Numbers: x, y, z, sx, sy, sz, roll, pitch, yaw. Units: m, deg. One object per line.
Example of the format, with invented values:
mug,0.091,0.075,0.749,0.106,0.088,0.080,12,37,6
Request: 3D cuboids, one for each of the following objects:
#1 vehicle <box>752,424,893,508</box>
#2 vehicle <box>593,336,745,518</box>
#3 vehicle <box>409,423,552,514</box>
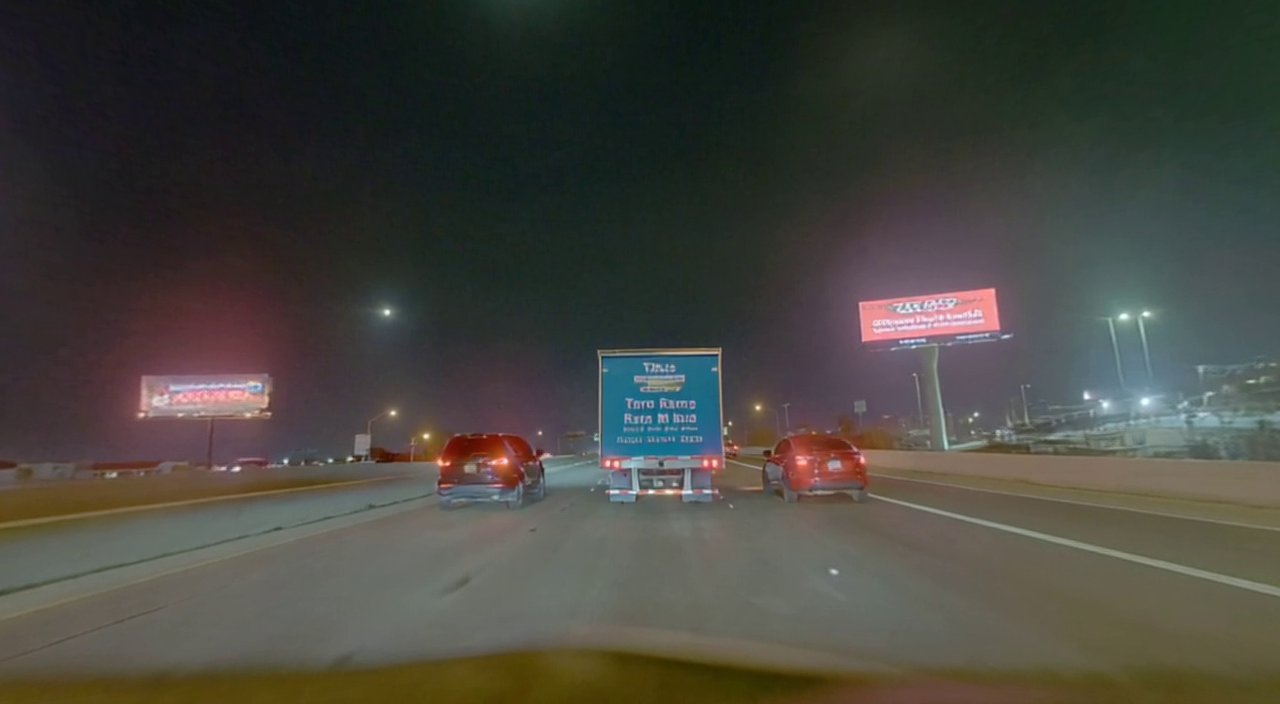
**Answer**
vehicle,4.136,2.649,15.141,2.066,1.692,4.339,0,-8,0
vehicle,0.593,1.955,15.813,2.733,3.296,8.571,0,-8,1
vehicle,-3.443,2.604,14.662,2.030,1.757,4.509,-1,-8,2
